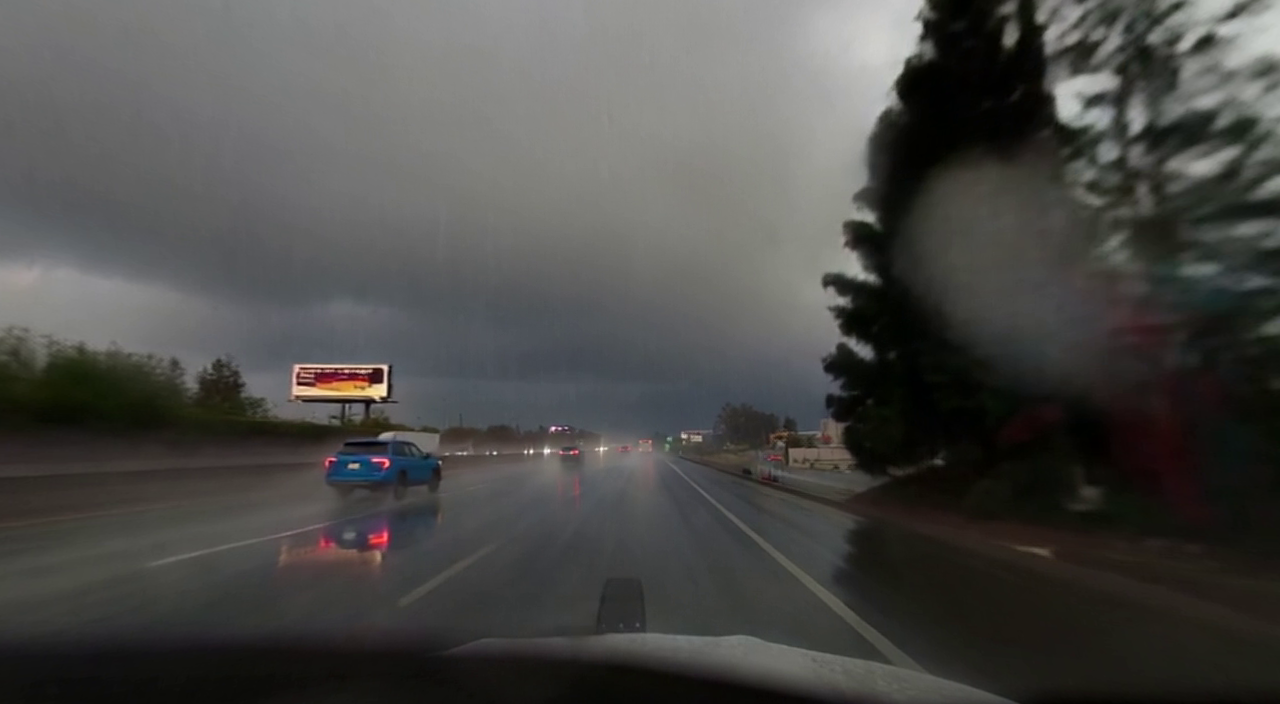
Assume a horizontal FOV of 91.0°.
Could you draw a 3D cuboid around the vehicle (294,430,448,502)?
[{"bbox_3d":[-7.172,3.090,17.470,2.055,1.683,4.804,0,-9,1],"label":"vehicle"}]
